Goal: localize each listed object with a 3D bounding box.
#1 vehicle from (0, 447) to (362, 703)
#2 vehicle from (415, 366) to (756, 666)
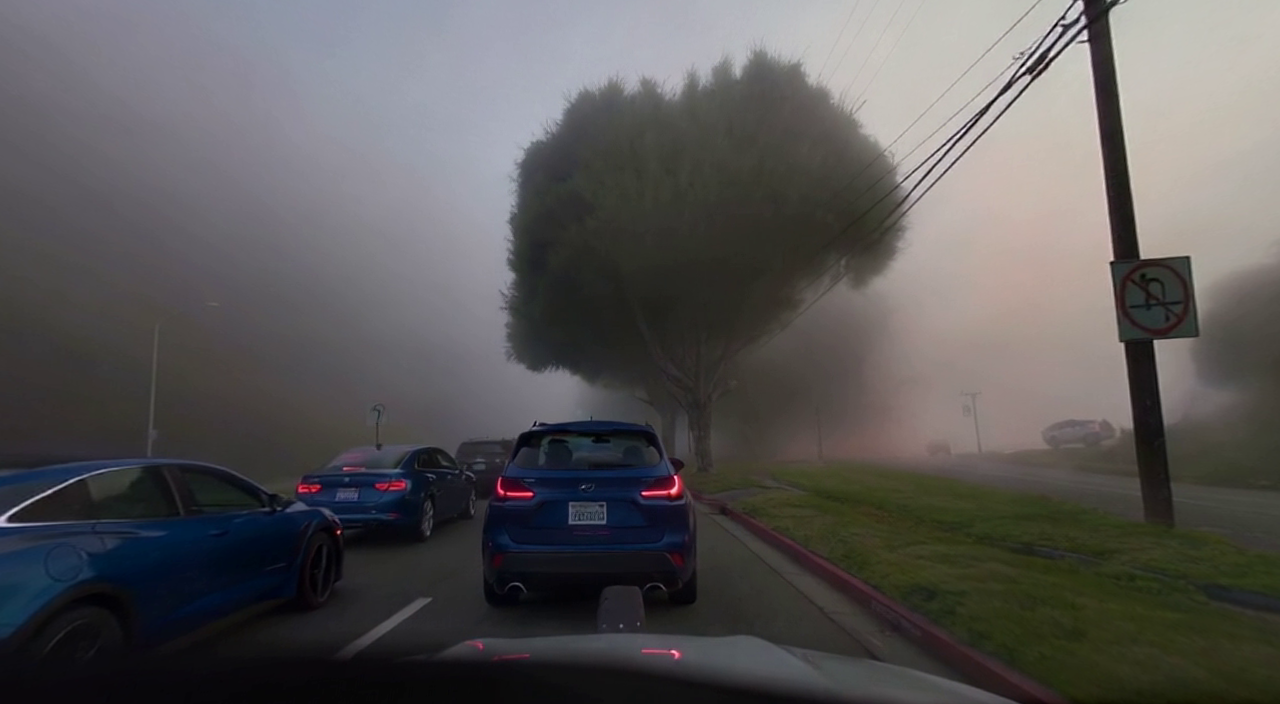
[{"bbox_3d":[-3.736,1.279,4.016,1.865,1.314,4.461,0,-8,1],"label":"vehicle"},{"bbox_3d":[-0.277,1.248,5.768,2.012,1.769,3.897,0,-8,1],"label":"vehicle"}]
